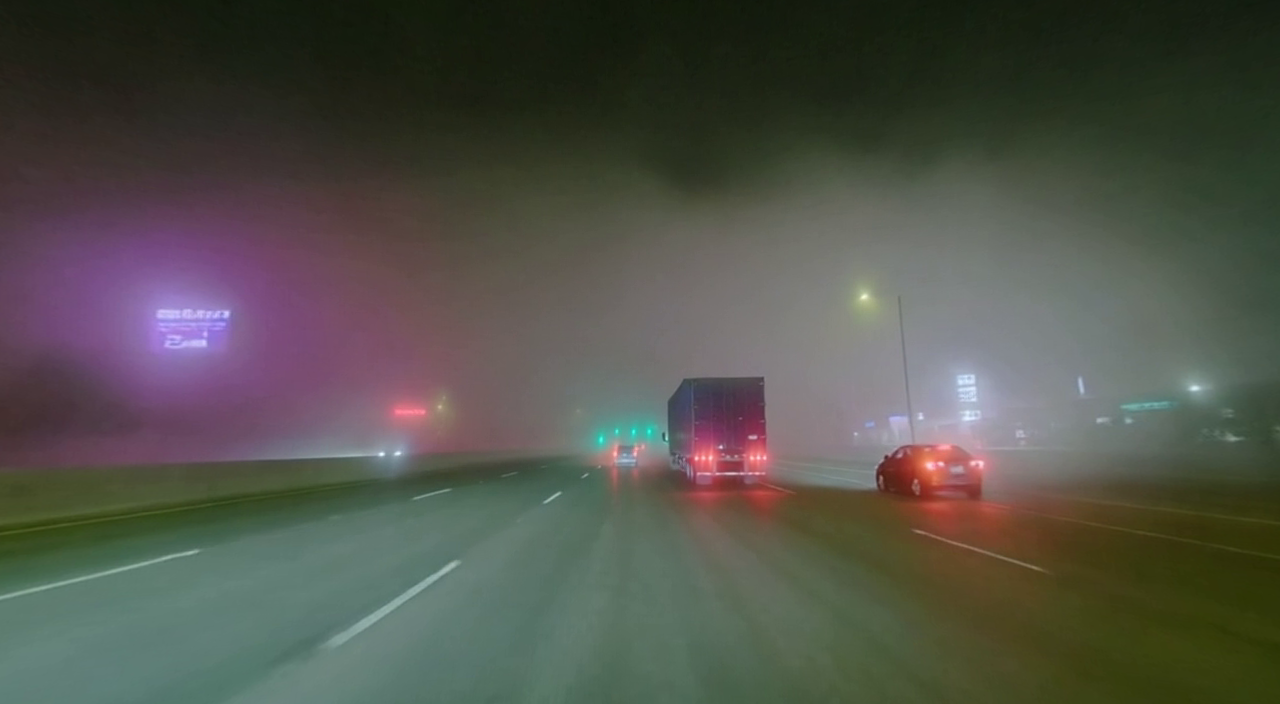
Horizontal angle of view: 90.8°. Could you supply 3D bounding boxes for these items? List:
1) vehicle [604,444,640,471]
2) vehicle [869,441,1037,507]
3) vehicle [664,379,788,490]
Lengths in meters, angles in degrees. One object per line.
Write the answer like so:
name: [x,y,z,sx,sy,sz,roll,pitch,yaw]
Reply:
vehicle: [-0.964,5.865,35.444,1.929,1.395,3.999,0,-9,-1]
vehicle: [8.055,3.150,16.877,2.105,1.494,4.537,0,-9,-1]
vehicle: [2.785,3.286,24.557,2.934,3.325,10.986,0,-9,-2]
